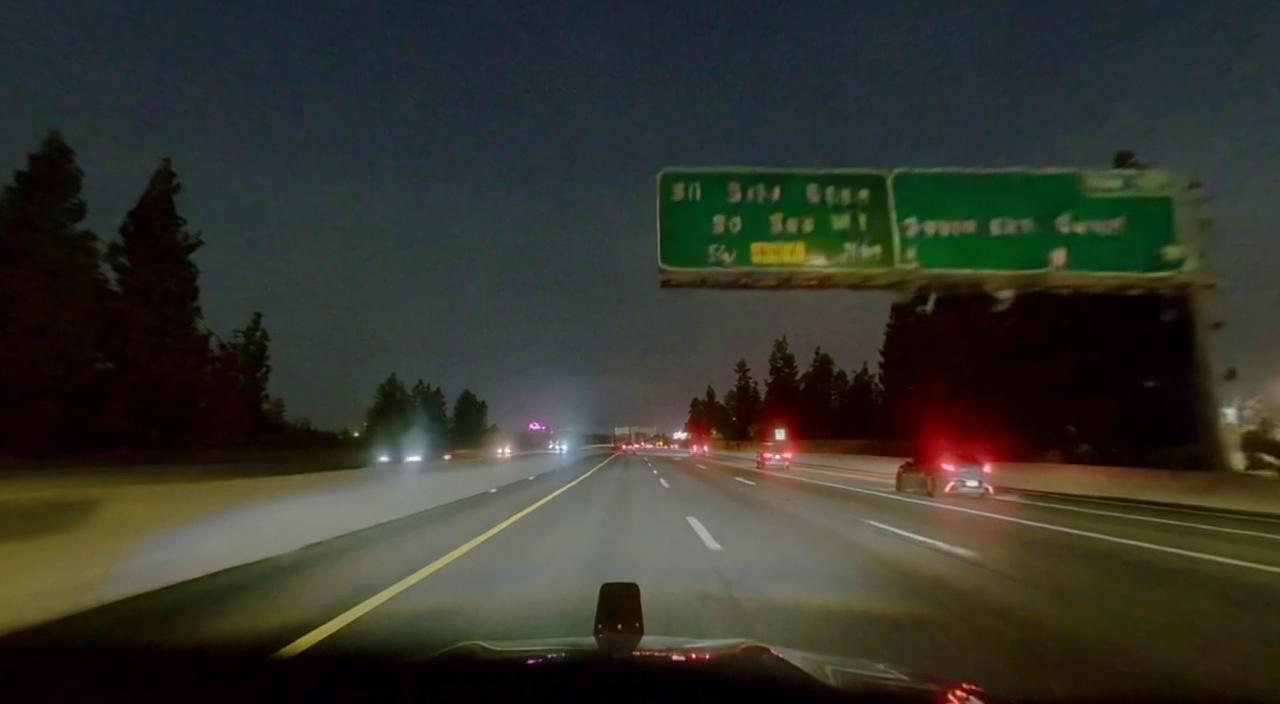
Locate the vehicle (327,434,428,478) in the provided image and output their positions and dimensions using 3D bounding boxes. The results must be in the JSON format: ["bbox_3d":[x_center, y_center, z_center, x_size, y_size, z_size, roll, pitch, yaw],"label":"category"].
[{"bbox_3d":[-9.572,3.838,23.490,1.867,1.467,4.485,0,-9,0],"label":"vehicle"}]
